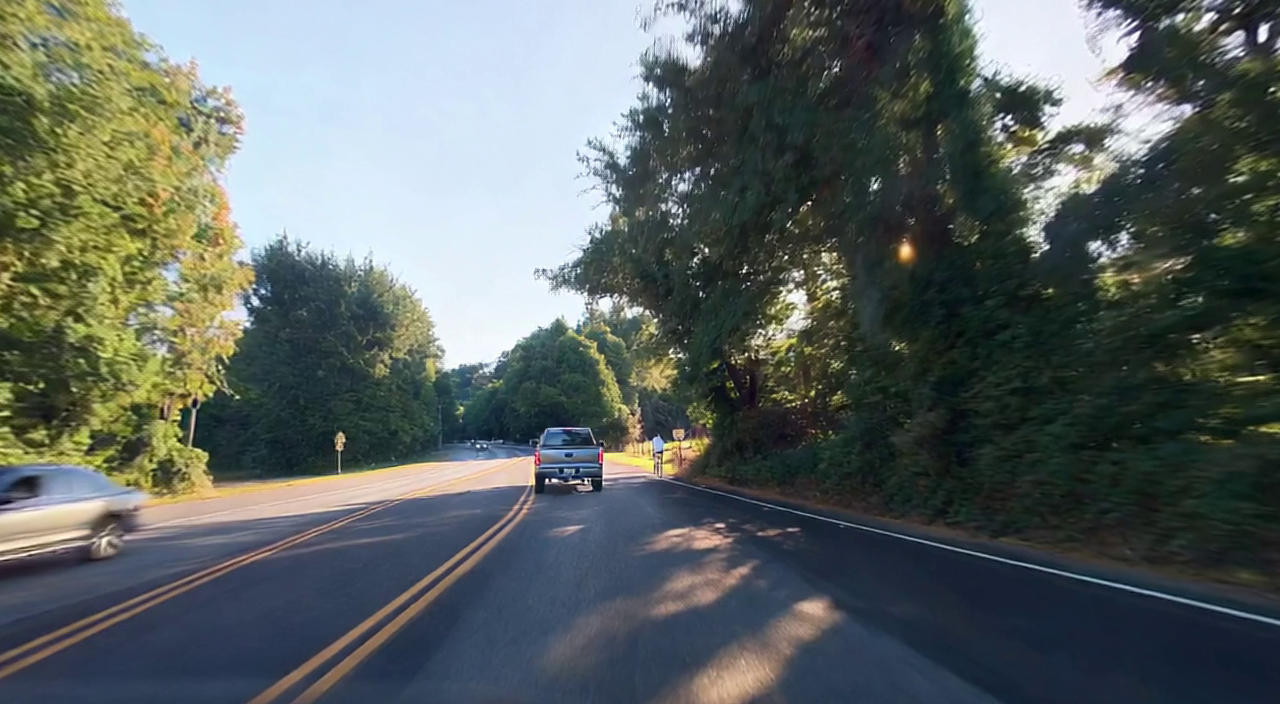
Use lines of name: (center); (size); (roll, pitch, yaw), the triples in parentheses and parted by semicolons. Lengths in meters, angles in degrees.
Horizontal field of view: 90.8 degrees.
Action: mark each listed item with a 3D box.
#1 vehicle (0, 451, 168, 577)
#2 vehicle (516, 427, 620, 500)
vehicle: (-8.738, 2.010, 7.859); (2.106, 1.475, 4.723); (-1, -8, -1)
vehicle: (-2.060, 3.221, 18.688); (2.631, 1.798, 5.331); (0, -8, -5)
